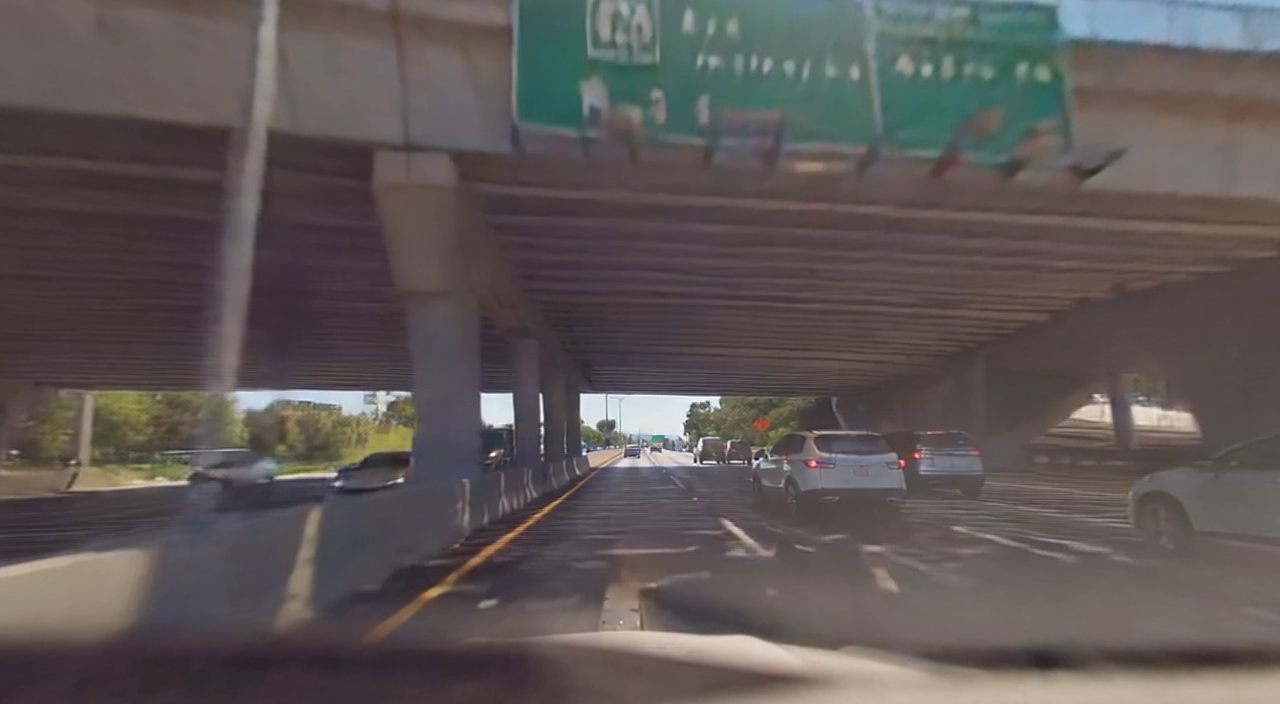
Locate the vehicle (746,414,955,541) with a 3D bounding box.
[{"bbox_3d":[3.243,2.039,10.854,2.059,1.711,4.302,0,-9,0],"label":"vehicle"}]

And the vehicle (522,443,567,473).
[{"bbox_3d":[-5.732,6.398,38.372,2.037,1.700,4.417,0,-9,0],"label":"vehicle"}]

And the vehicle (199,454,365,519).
[{"bbox_3d":[-9.516,3.562,17.305,1.993,1.473,4.387,0,-9,0],"label":"vehicle"}]

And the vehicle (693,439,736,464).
[{"bbox_3d":[5.803,7.840,49.921,2.434,1.869,5.553,0,-9,-3],"label":"vehicle"}]

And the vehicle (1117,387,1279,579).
[{"bbox_3d":[7.090,1.152,5.406,2.040,1.801,4.959,0,-9,-1],"label":"vehicle"}]

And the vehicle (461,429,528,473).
[{"bbox_3d":[-9.472,6.526,41.772,2.786,2.696,6.461,0,-9,1],"label":"vehicle"}]

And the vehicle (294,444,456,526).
[{"bbox_3d":[-5.609,2.824,14.002,1.888,1.532,3.906,0,-9,0],"label":"vehicle"}]
